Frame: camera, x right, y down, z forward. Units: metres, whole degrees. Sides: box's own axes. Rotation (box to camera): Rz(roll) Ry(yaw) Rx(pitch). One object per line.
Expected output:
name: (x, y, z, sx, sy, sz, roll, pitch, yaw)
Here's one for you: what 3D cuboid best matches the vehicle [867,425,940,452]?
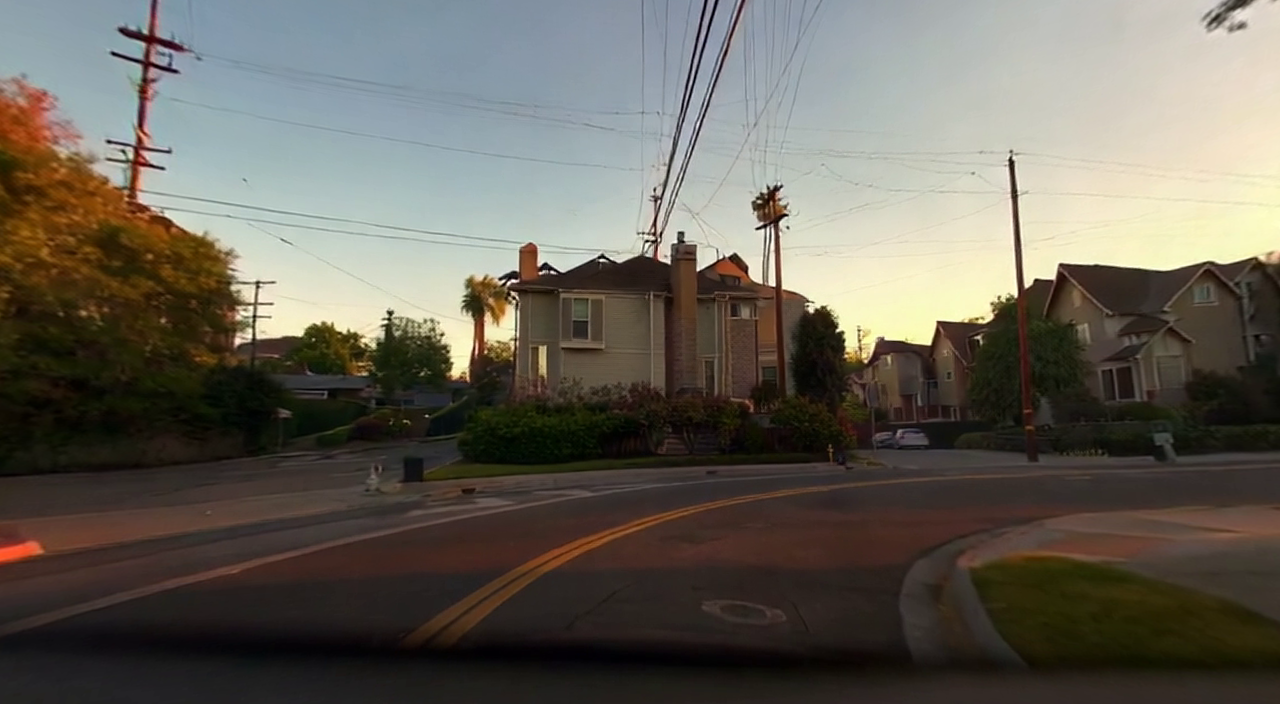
vehicle: (16.587, 5.488, 39.807, 3.784, 1.532, 1.650, -2, -9, 3)
